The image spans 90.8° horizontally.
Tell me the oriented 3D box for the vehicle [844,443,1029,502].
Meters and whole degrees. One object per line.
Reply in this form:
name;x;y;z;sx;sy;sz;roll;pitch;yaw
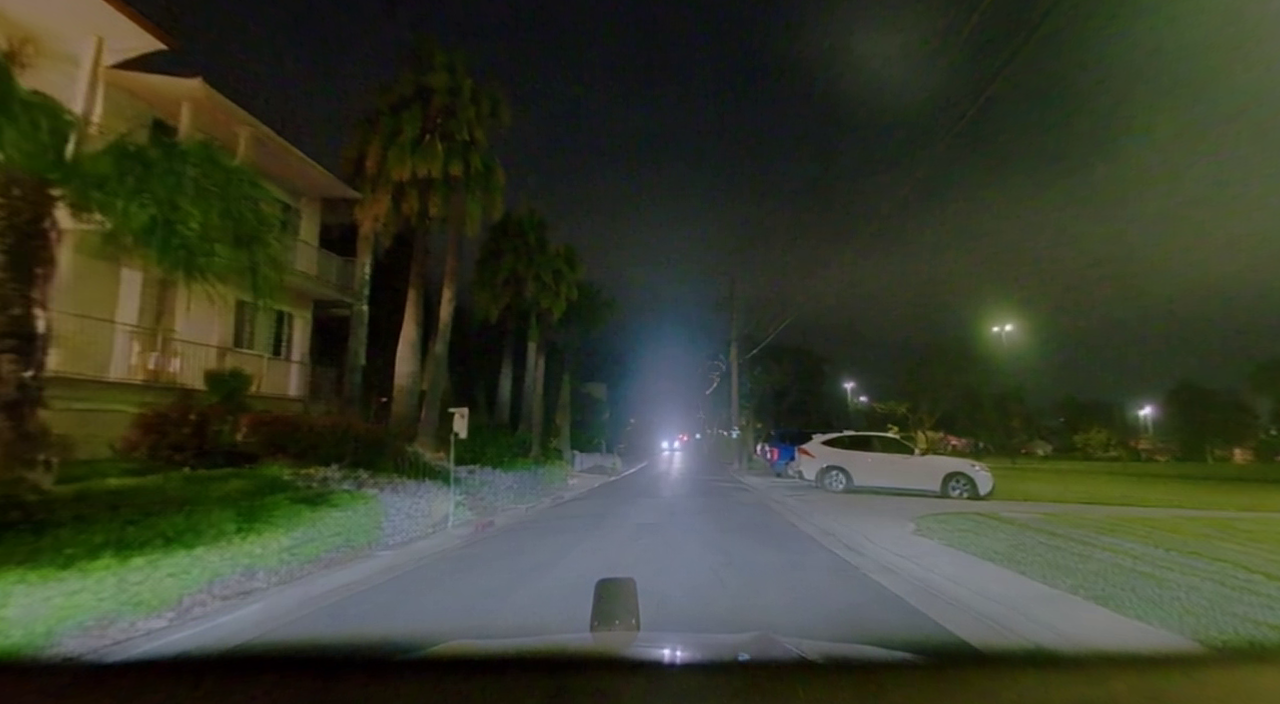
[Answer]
vehicle;7.922;3.259;17.343;4.195;1.446;1.979;-1;-9;11
